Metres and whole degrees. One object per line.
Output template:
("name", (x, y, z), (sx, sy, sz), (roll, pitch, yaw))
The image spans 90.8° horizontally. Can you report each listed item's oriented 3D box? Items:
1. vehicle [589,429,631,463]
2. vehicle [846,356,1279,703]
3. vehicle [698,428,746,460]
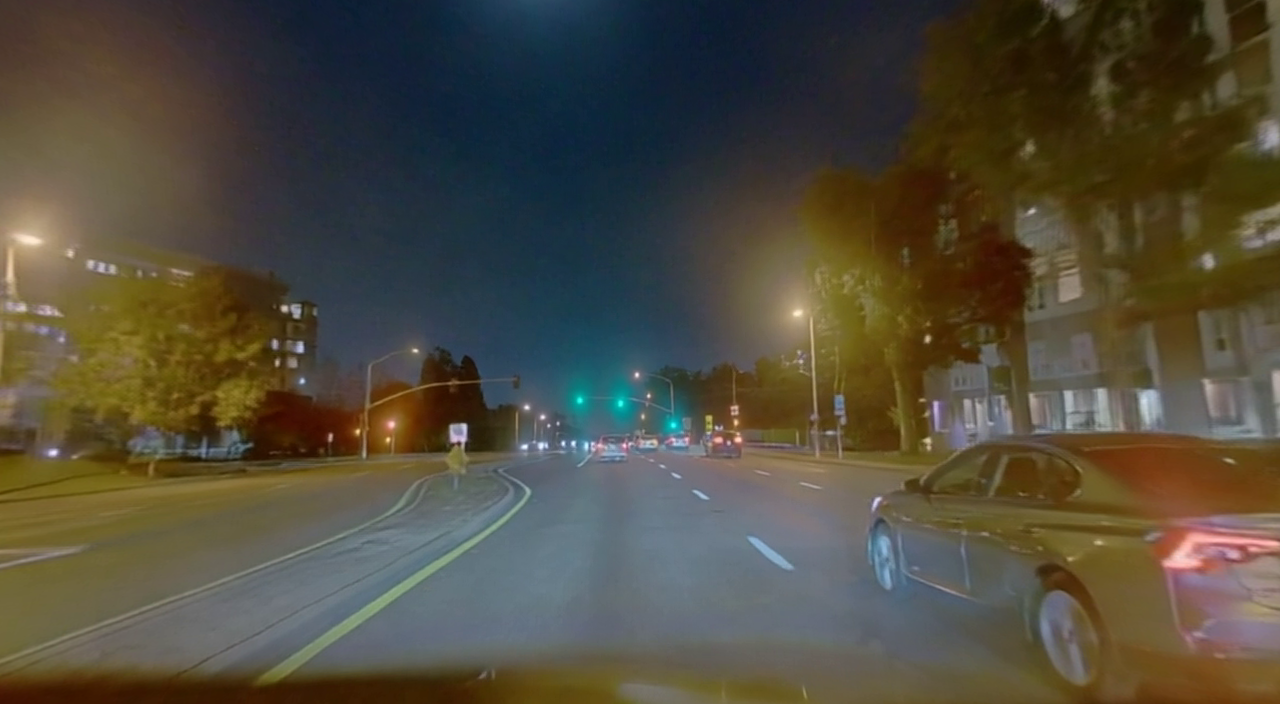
("vehicle", (-1.639, 4.994, 33.730), (2.101, 1.641, 4.341), (0, -8, -4))
("vehicle", (3.355, 1.142, 4.783), (1.893, 1.664, 4.670), (0, -8, -1))
("vehicle", (5.246, 5.956, 41.222), (2.052, 1.886, 5.297), (0, -8, -5))
